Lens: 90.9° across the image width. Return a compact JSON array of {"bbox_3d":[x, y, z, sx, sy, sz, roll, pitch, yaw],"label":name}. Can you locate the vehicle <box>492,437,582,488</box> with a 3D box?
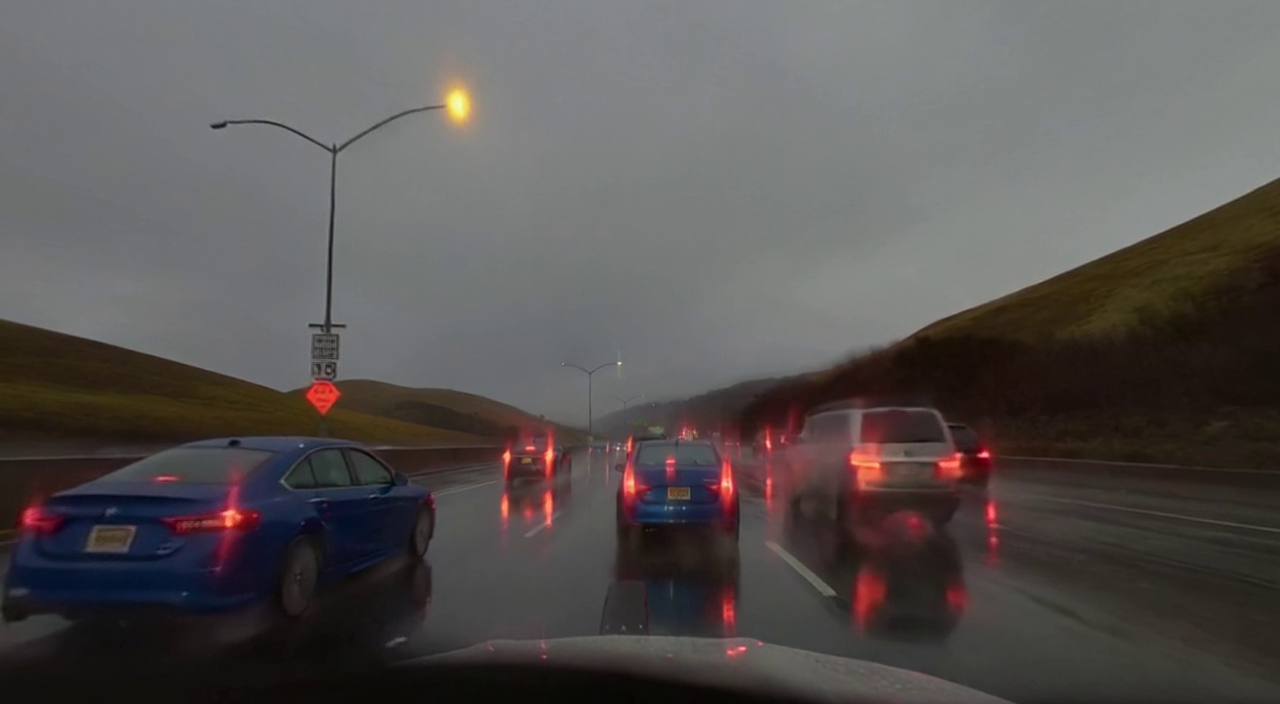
[{"bbox_3d":[-3.138,3.495,20.256,2.017,1.446,4.384,0,-8,2],"label":"vehicle"}]

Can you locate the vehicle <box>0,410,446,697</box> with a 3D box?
[{"bbox_3d":[-3.454,1.396,5.597,2.033,1.513,4.333,0,-8,1],"label":"vehicle"}]

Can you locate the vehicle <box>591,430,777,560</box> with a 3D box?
[{"bbox_3d":[0.523,1.895,9.073,2.072,1.431,3.904,0,-8,1],"label":"vehicle"}]

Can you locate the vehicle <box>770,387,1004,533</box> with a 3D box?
[{"bbox_3d":[3.683,1.739,10.545,2.086,1.884,4.547,0,-8,1],"label":"vehicle"}]
